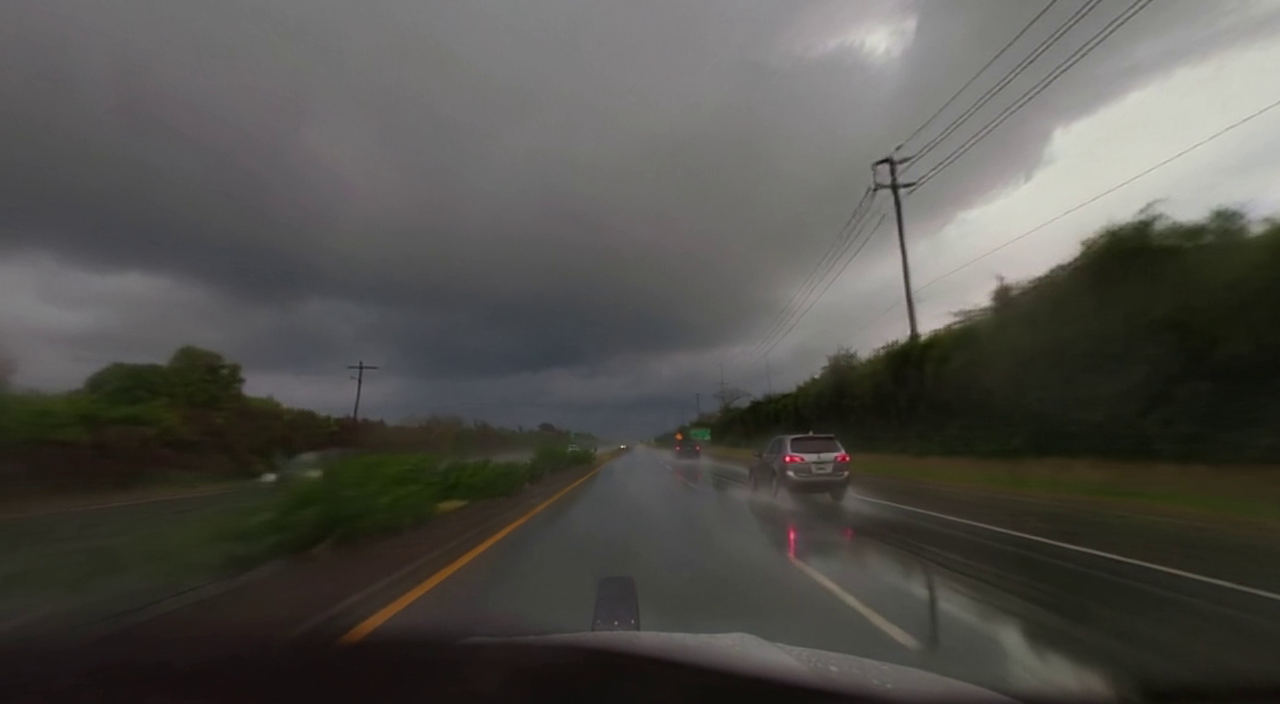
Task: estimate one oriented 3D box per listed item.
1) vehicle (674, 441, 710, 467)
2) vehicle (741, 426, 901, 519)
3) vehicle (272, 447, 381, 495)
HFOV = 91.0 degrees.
[{"bbox_3d":[3.166,6.282,39.164,1.868,1.507,3.833,0,-8,-1],"label":"vehicle"},{"bbox_3d":[3.517,2.419,13.260,1.977,1.581,4.428,0,-8,-1],"label":"vehicle"},{"bbox_3d":[-11.272,4.272,23.008,1.816,1.489,4.295,0,-8,-1],"label":"vehicle"}]
